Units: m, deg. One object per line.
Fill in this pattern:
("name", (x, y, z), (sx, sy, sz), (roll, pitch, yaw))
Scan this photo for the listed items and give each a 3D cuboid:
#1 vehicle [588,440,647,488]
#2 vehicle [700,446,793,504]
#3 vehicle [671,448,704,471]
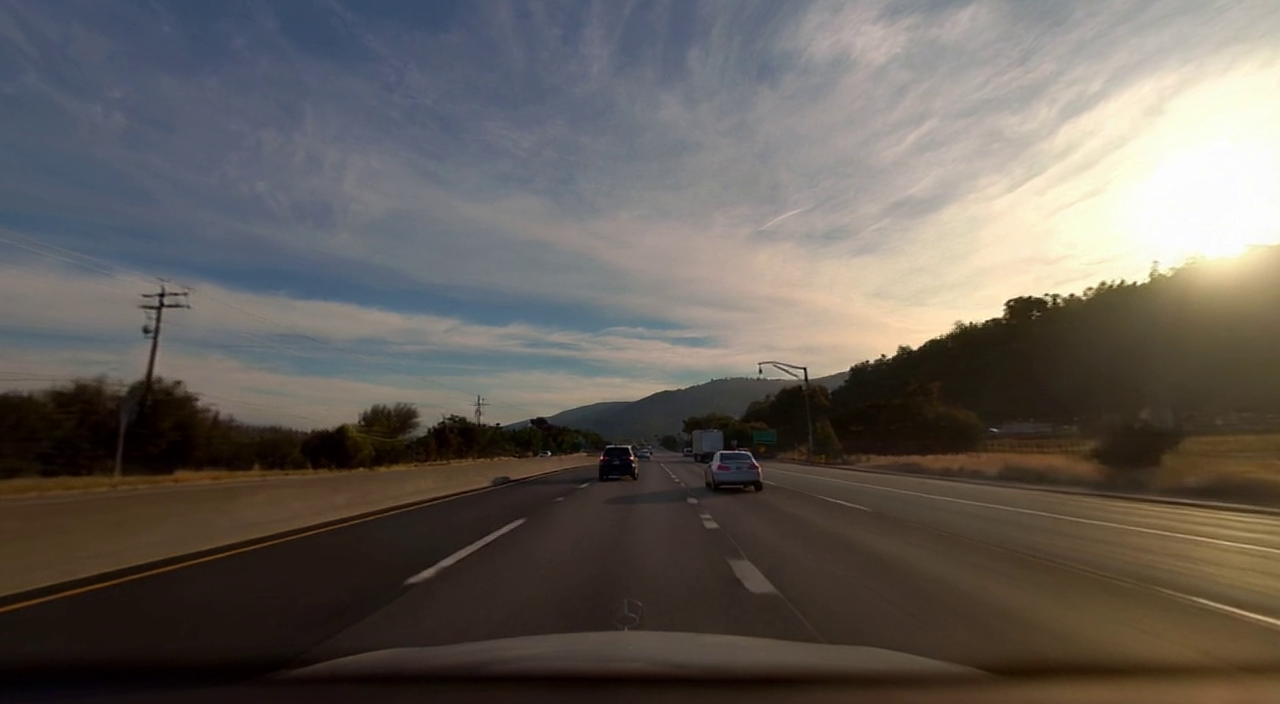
("vehicle", (-0.824, 4.417, 25.202), (2.142, 1.724, 4.344), (0, -9, 0))
("vehicle", (2.948, 3.501, 18.329), (2.004, 1.471, 4.032), (0, -9, 0))
("vehicle", (3.405, 7.816, 45.871), (2.047, 1.540, 4.294), (0, -9, 0))
